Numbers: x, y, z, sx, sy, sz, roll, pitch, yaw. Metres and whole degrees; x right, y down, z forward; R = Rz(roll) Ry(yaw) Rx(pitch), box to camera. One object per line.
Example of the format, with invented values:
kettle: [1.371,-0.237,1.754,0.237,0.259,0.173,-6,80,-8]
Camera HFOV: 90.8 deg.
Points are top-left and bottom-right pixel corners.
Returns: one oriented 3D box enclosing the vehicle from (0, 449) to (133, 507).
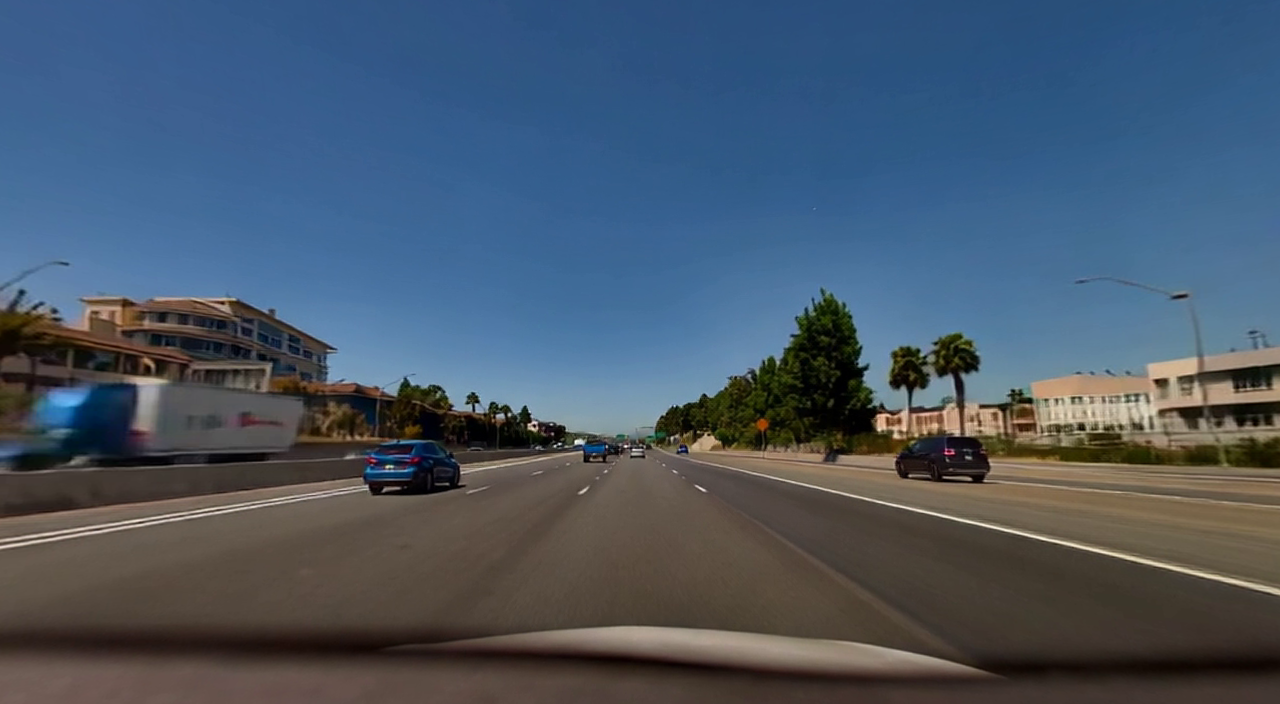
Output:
vehicle: [-17.490,3.539,18.134,1.955,1.494,4.733,0,-9,0]

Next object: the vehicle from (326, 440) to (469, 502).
vehicle: [-6.552,3.269,17.833,2.018,1.480,4.999,0,-9,1]

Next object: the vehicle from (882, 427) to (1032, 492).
vehicle: [9.662,3.334,19.797,2.168,1.792,4.457,0,-9,-3]

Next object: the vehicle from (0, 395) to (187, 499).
vehicle: [-21.581,3.585,23.562,3.068,3.193,8.494,0,-9,-1]
